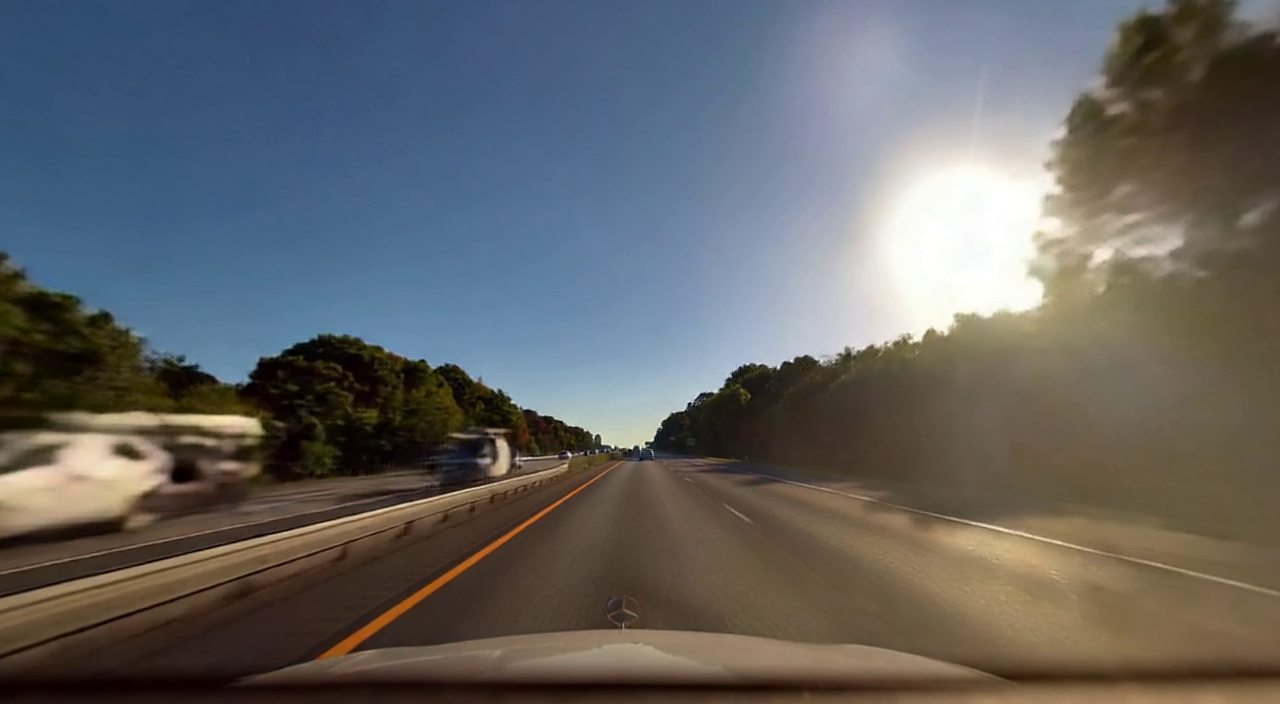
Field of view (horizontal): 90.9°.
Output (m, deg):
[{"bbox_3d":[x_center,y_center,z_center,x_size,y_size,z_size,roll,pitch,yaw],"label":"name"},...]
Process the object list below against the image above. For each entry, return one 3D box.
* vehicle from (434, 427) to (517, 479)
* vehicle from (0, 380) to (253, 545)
[{"bbox_3d":[-9.148,5.750,35.883,2.861,2.656,6.435,0,-9,1],"label":"vehicle"},{"bbox_3d":[-12.660,2.540,15.014,2.459,3.018,6.687,0,-9,1],"label":"vehicle"}]
